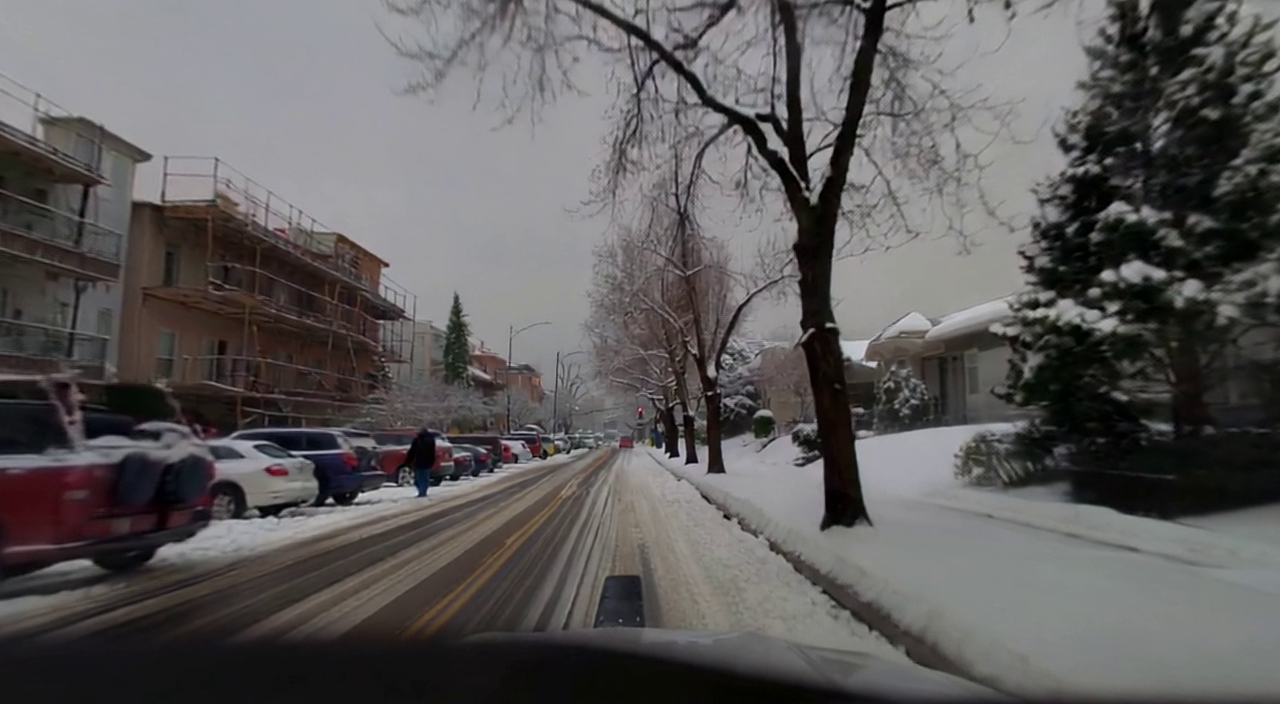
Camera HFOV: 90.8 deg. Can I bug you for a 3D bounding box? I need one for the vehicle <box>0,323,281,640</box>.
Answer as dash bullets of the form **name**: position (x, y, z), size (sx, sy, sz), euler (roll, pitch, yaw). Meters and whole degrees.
- **vehicle**: position (-7.117, 1.155, 6.152), size (5.592, 2.439, 2.515), euler (0, -9, -1)
